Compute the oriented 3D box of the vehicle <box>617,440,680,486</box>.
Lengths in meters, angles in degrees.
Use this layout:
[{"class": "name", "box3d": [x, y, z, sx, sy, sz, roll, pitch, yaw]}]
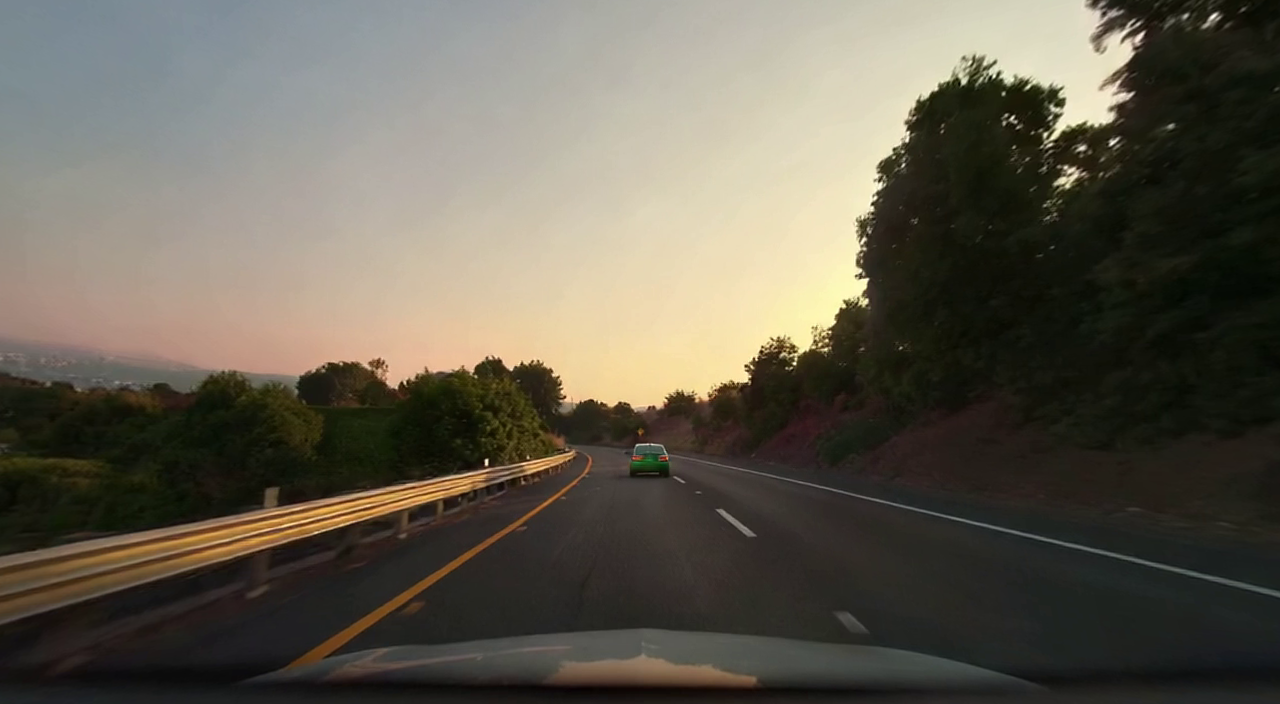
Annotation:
[{"class": "vehicle", "box3d": [0.207, 3.911, 22.591, 2.029, 1.474, 4.183, 0, -9, -2]}]
